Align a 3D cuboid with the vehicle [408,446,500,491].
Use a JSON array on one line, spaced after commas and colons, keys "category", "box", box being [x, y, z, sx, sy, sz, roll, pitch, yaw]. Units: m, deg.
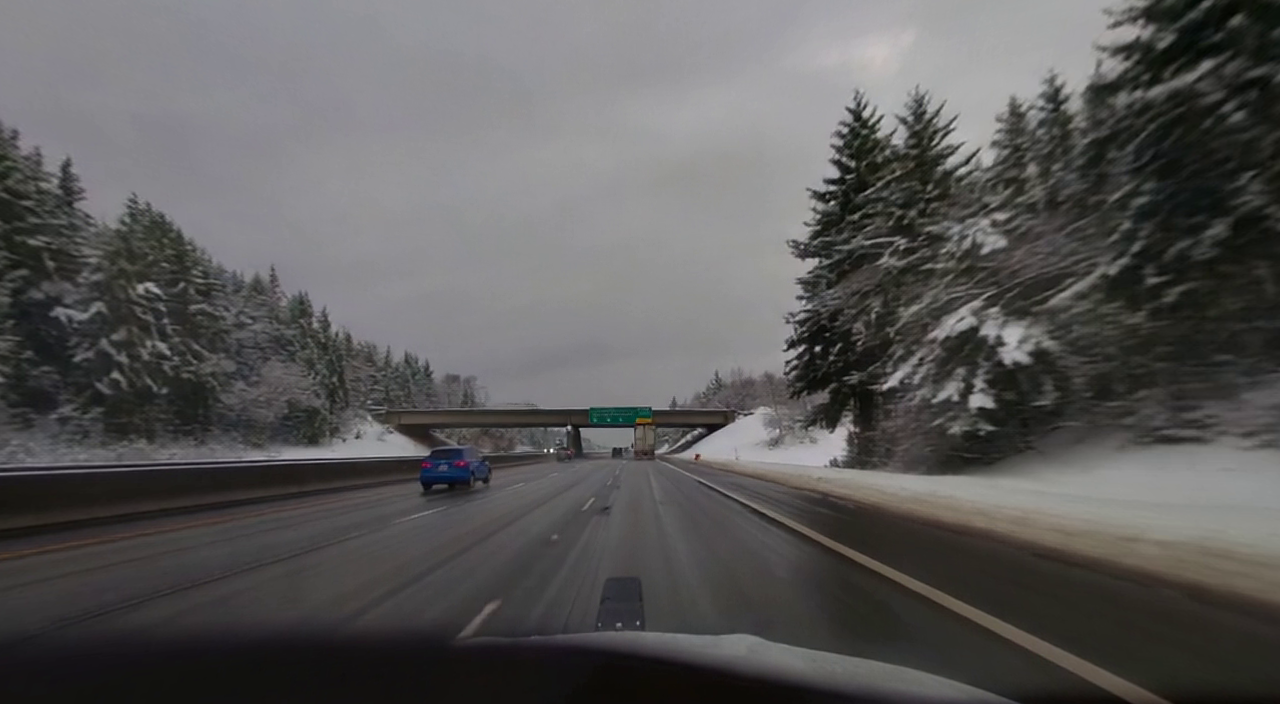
[{"category": "vehicle", "box": [-6.790, 4.268, 23.571, 2.038, 1.489, 4.603, 0, -9, 0]}]
